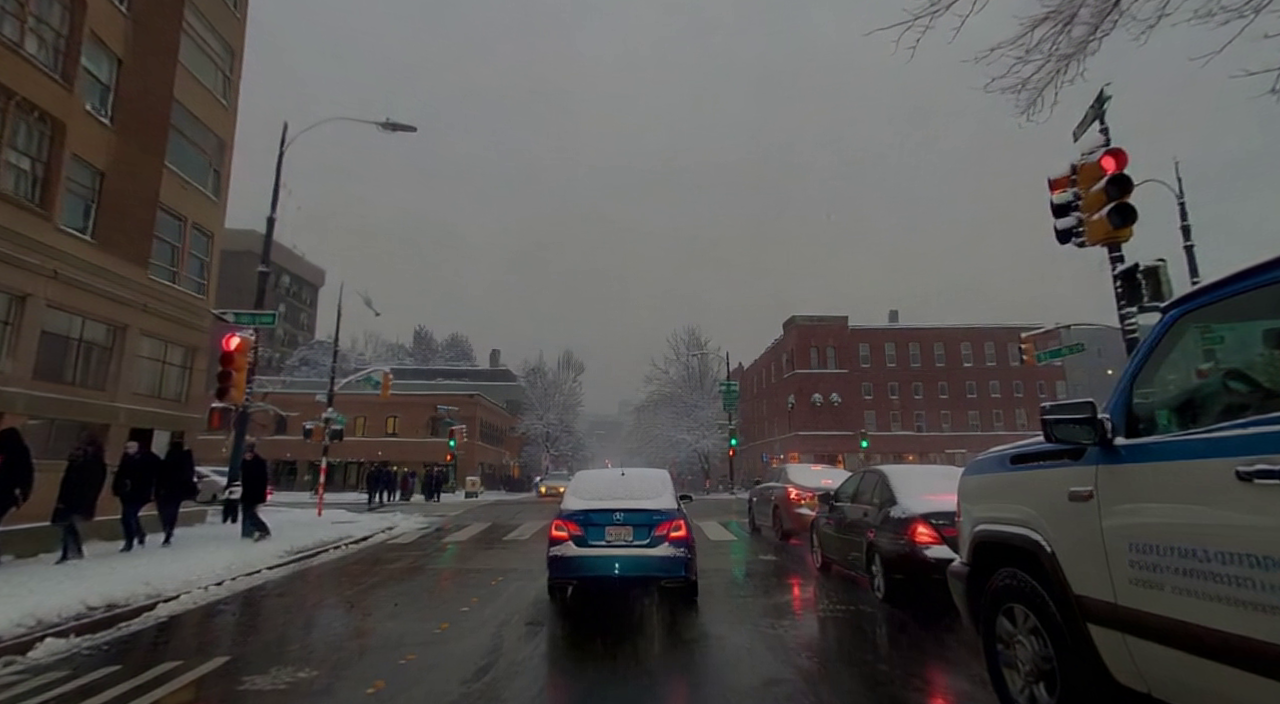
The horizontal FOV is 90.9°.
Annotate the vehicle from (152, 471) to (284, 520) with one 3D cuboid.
[{"bbox_3d":[-19.767,6.724,29.679,4.750,2.083,2.002,-1,-9,3],"label":"vehicle"}]

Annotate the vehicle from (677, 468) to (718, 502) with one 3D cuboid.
[{"bbox_3d":[3.477,8.130,38.775,1.908,1.741,4.066,0,-9,-3],"label":"vehicle"}]

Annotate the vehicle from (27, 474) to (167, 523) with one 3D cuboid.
[{"bbox_3d":[-25.457,6.850,29.698,4.588,2.048,2.110,0,-9,1],"label":"vehicle"}]

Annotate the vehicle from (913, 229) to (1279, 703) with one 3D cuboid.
[{"bbox_3d":[3.200,0.534,1.215,2.632,1.979,6.096,0,-9,0],"label":"vehicle"}]

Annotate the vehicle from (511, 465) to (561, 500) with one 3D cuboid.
[{"bbox_3d":[-6.344,8.005,38.986,2.226,1.896,4.438,-1,-9,1],"label":"vehicle"}]
